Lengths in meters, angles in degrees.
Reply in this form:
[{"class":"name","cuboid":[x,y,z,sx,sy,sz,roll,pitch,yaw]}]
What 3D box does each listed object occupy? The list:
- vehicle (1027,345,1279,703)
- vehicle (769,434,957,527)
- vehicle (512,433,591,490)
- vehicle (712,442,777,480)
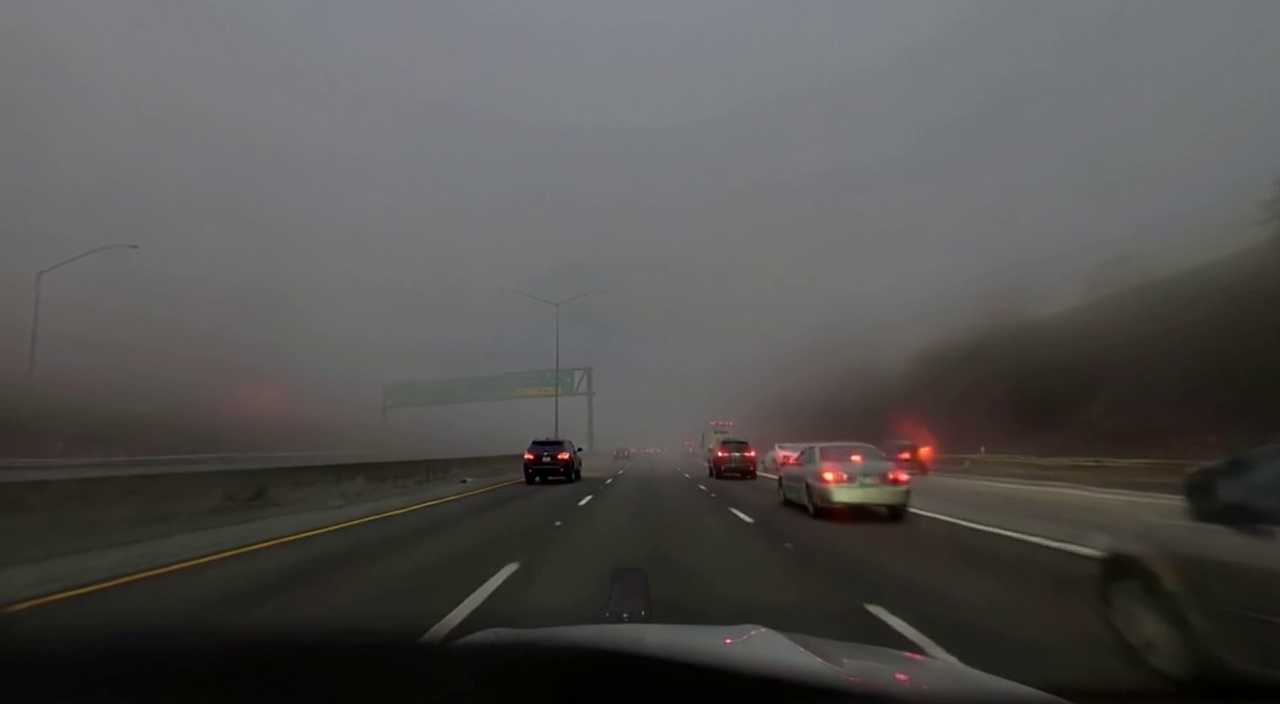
[{"class":"vehicle","cuboid":[3.694,0.733,2.049,1.991,1.715,4.455,0,-9,0]},{"class":"vehicle","cuboid":[4.100,2.469,12.592,2.088,1.491,4.549,0,-9,0]},{"class":"vehicle","cuboid":[-2.921,3.751,21.776,2.006,1.741,4.277,-1,-9,2]},{"class":"vehicle","cuboid":[4.376,4.674,27.151,1.999,1.482,4.743,0,-9,0]}]
